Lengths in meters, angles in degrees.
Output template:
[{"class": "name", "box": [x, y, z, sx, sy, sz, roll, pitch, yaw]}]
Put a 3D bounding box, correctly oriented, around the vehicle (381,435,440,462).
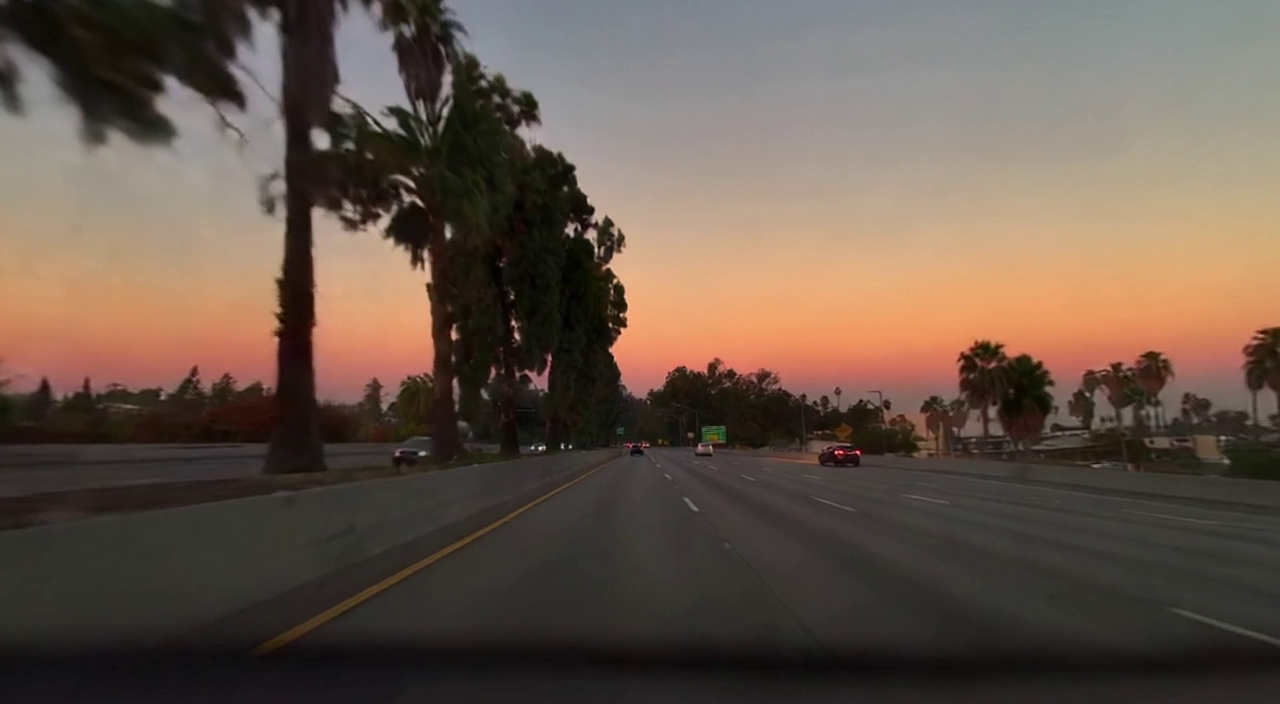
[{"class": "vehicle", "box": [-13.469, 5.684, 37.320, 1.881, 1.496, 4.351, 0, -8, 0]}]
